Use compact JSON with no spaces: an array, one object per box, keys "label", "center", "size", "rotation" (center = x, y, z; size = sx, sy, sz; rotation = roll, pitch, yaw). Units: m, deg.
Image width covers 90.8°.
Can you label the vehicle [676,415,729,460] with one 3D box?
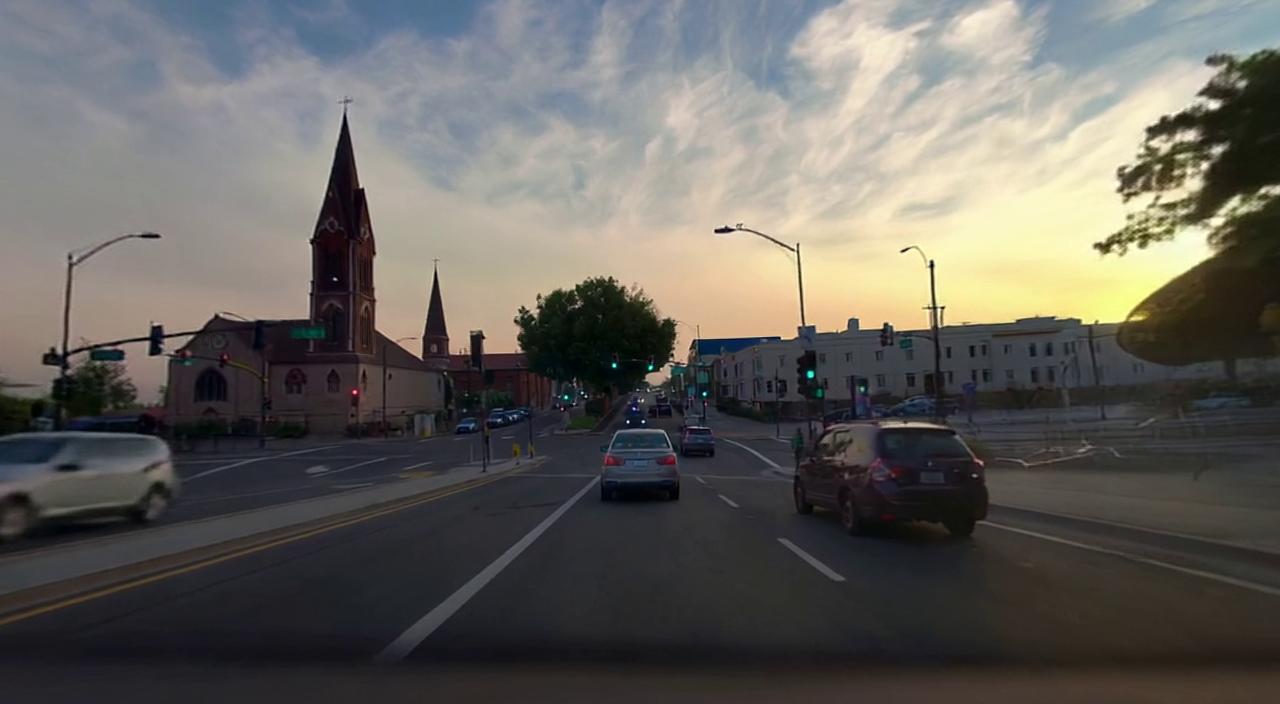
[{"label":"vehicle","center":[3.357,4.664,34.995],"size":[2.228,1.922,5.335],"rotation":[3,-3,-1]}]

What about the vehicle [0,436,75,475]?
[{"label":"vehicle","center":[-34.407,5.671,34.832],"size":[4.551,1.784,2.121],"rotation":[0,0,-2]}]

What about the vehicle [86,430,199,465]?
[{"label":"vehicle","center":[-30.070,5.747,38.286],"size":[4.955,1.828,2.268],"rotation":[0,-3,-2]}]

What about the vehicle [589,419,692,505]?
[{"label":"vehicle","center":[0.083,2.622,15.381],"size":[2.168,1.776,4.135],"rotation":[0,-8,2]}]

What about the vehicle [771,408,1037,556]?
[{"label":"vehicle","center":[3.640,1.894,9.912],"size":[2.080,1.735,4.650],"rotation":[0,-9,-1]}]
